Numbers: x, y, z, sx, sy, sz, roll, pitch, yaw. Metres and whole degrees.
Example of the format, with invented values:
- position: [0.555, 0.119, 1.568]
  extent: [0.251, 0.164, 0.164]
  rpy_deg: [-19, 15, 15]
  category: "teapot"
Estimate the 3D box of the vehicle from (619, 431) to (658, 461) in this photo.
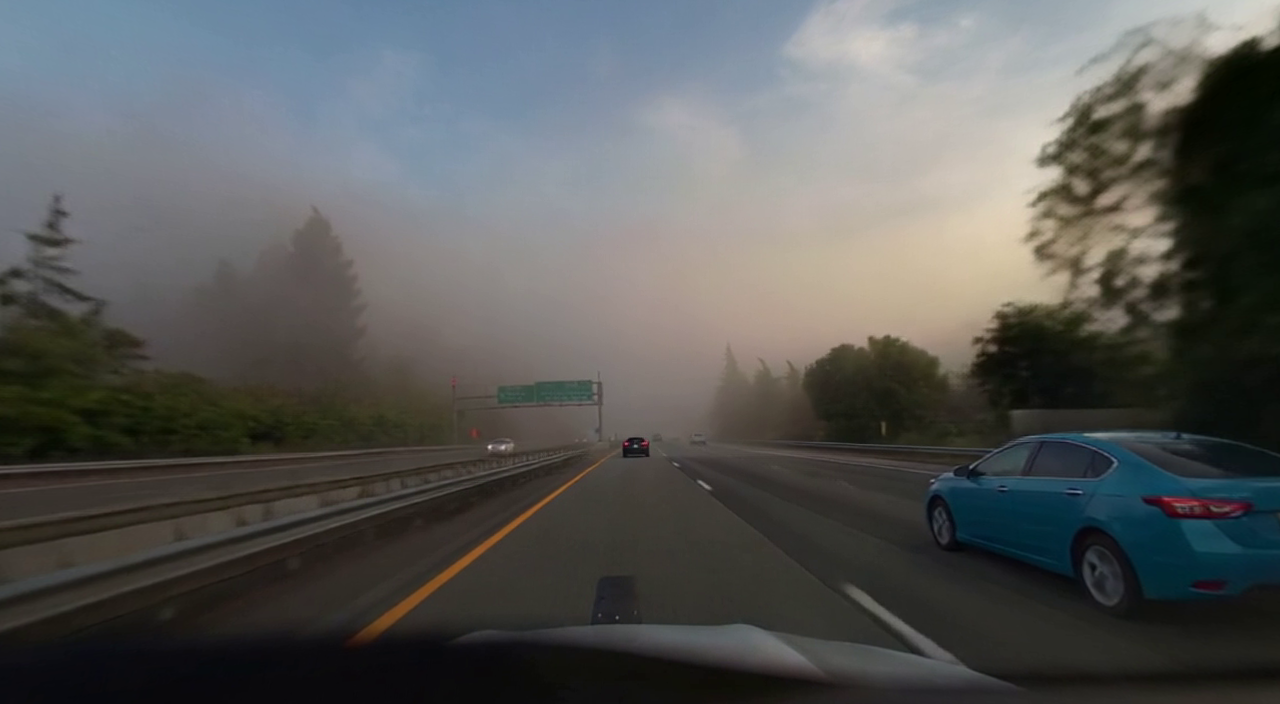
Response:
- position: [-0.106, 5.115, 34.419]
  extent: [2.046, 1.526, 3.903]
  rpy_deg: [0, -8, -1]
  category: "vehicle"

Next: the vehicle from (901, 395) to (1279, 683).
- position: [4.192, 1.240, 5.237]
  extent: [1.981, 1.467, 4.459]
  rpy_deg: [0, -8, -2]
  category: "vehicle"
